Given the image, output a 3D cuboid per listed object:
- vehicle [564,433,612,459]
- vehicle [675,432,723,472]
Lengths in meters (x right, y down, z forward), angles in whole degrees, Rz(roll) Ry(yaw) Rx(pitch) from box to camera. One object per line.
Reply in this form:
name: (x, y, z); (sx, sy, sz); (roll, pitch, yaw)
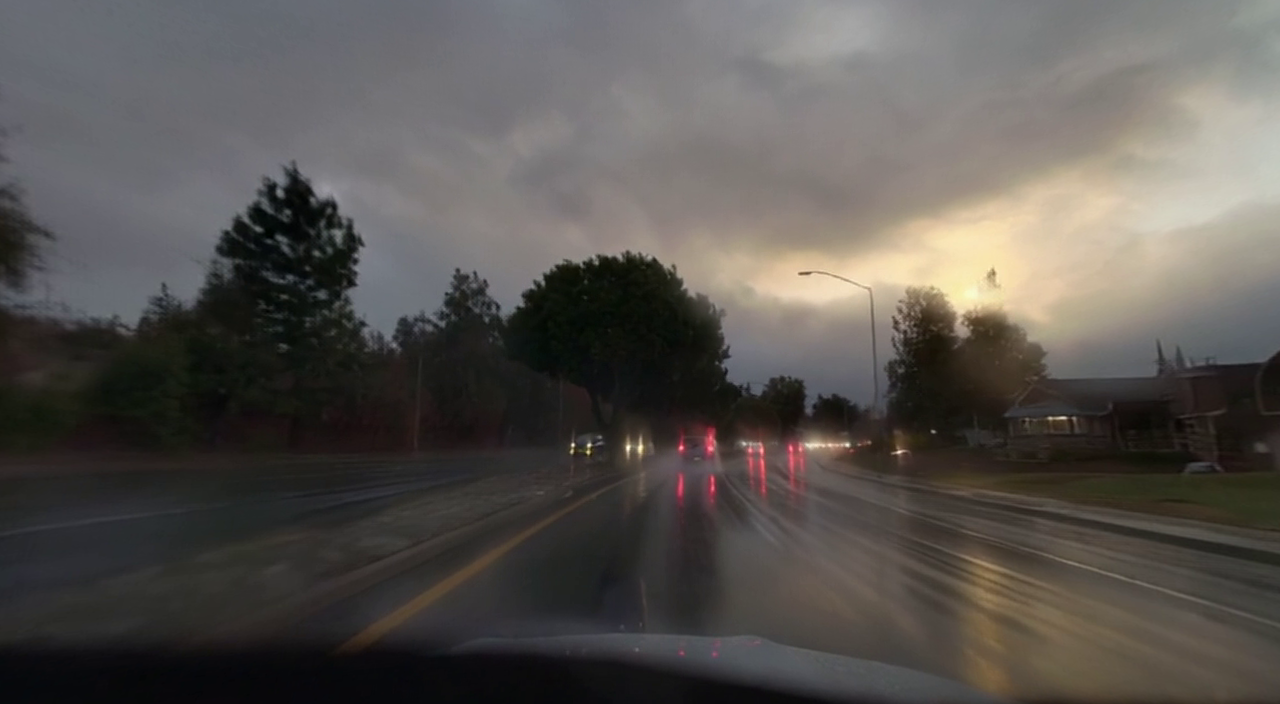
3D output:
vehicle: (-3.905, 7.196, 47.947); (2.331, 1.838, 4.865); (-2, -9, 12)
vehicle: (3.215, 5.311, 33.517); (2.072, 2.002, 4.391); (-2, -9, 11)
